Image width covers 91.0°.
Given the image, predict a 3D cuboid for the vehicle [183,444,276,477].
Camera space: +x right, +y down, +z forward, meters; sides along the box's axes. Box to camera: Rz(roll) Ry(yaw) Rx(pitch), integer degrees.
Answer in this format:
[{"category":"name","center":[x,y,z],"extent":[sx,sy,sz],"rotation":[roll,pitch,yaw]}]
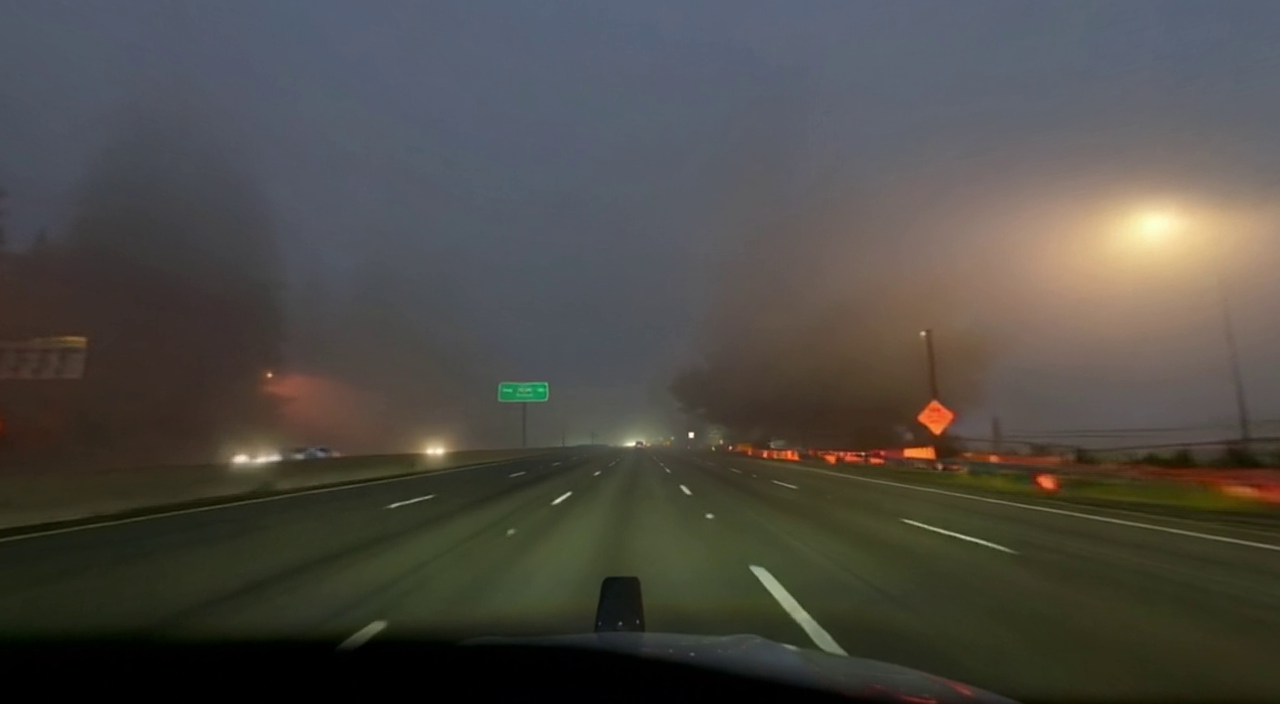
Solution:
[{"category":"vehicle","center":[-22.262,5.876,34.425],"extent":[2.008,1.685,4.516],"rotation":[0,-9,0]}]

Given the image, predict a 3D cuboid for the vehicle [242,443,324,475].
[{"category":"vehicle","center":[-18.680,5.595,33.177],"extent":[1.895,1.593,4.166],"rotation":[0,-9,0]}]
